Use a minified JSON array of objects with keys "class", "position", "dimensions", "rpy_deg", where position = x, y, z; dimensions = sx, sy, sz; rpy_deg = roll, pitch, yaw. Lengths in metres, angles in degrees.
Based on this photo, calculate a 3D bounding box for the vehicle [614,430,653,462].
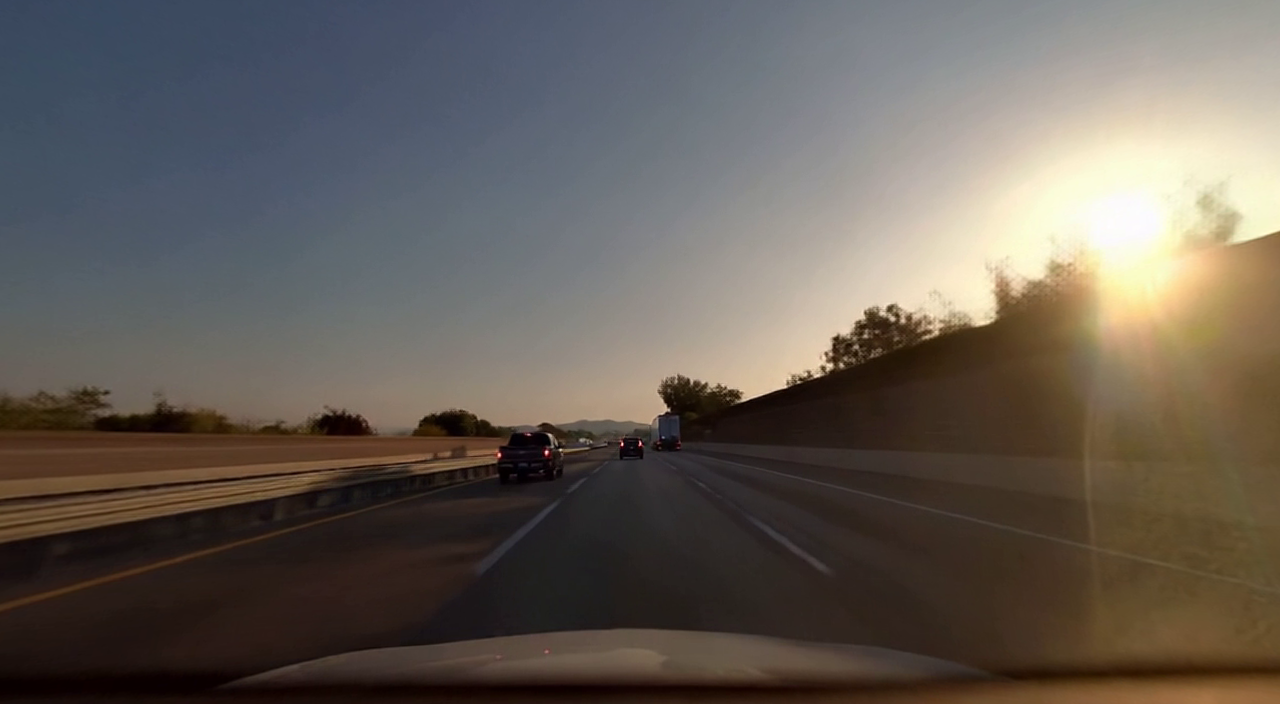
[{"class":"vehicle","position":[-0.510,6.283,42.262],"dimensions":[2.456,2.007,4.728],"rpy_deg":[0,-8,-2]}]

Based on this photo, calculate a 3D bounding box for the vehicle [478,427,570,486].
[{"class":"vehicle","position":[-3.786,3.499,21.461],"dimensions":[2.326,1.761,4.450],"rpy_deg":[0,-8,0]}]
